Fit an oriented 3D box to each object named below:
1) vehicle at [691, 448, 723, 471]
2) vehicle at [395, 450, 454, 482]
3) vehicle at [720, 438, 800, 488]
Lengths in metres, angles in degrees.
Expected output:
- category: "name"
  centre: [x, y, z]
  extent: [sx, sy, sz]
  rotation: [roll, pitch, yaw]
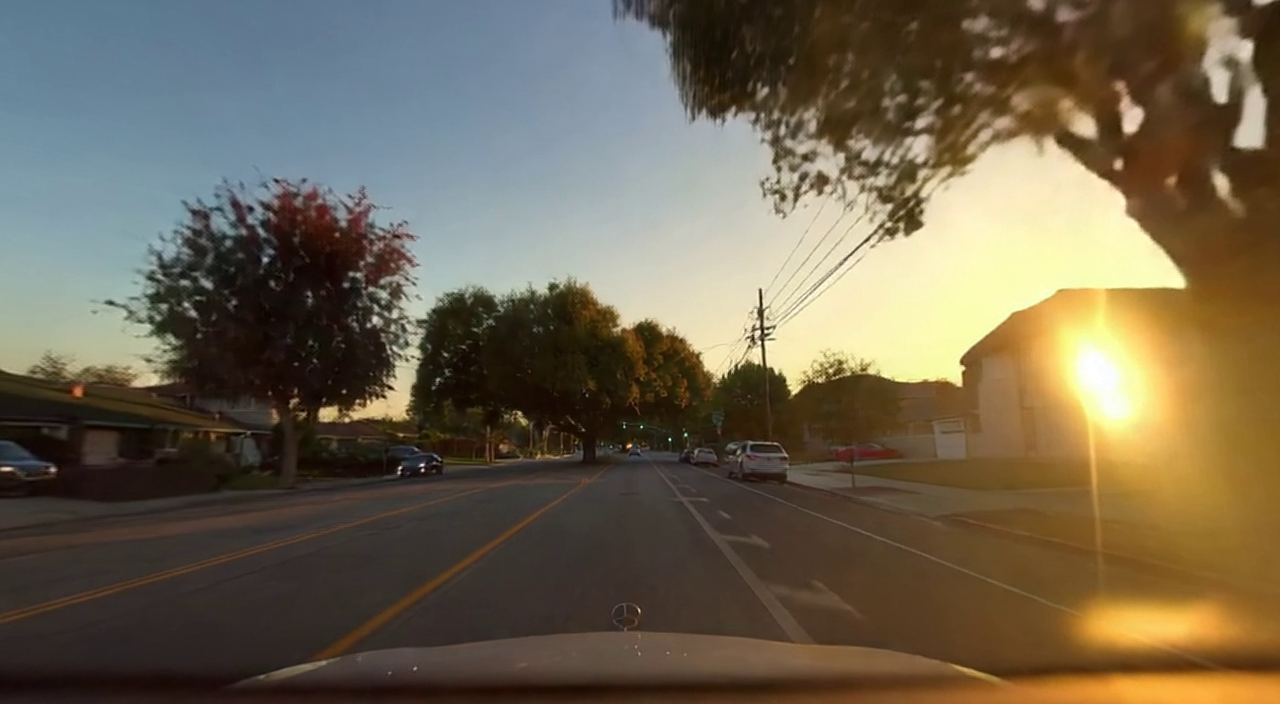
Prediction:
- category: "vehicle"
  centre: [4.747, 7.626, 45.118]
  extent: [1.875, 1.540, 3.402]
  rotation: [0, -9, -1]
- category: "vehicle"
  centre: [-12.398, 6.547, 36.584]
  extent: [1.939, 1.537, 4.197]
  rotation: [-3, -8, 0]
- category: "vehicle"
  centre: [4.690, 4.425, 25.532]
  extent: [2.180, 1.782, 4.790]
  rotation: [0, -9, -1]
